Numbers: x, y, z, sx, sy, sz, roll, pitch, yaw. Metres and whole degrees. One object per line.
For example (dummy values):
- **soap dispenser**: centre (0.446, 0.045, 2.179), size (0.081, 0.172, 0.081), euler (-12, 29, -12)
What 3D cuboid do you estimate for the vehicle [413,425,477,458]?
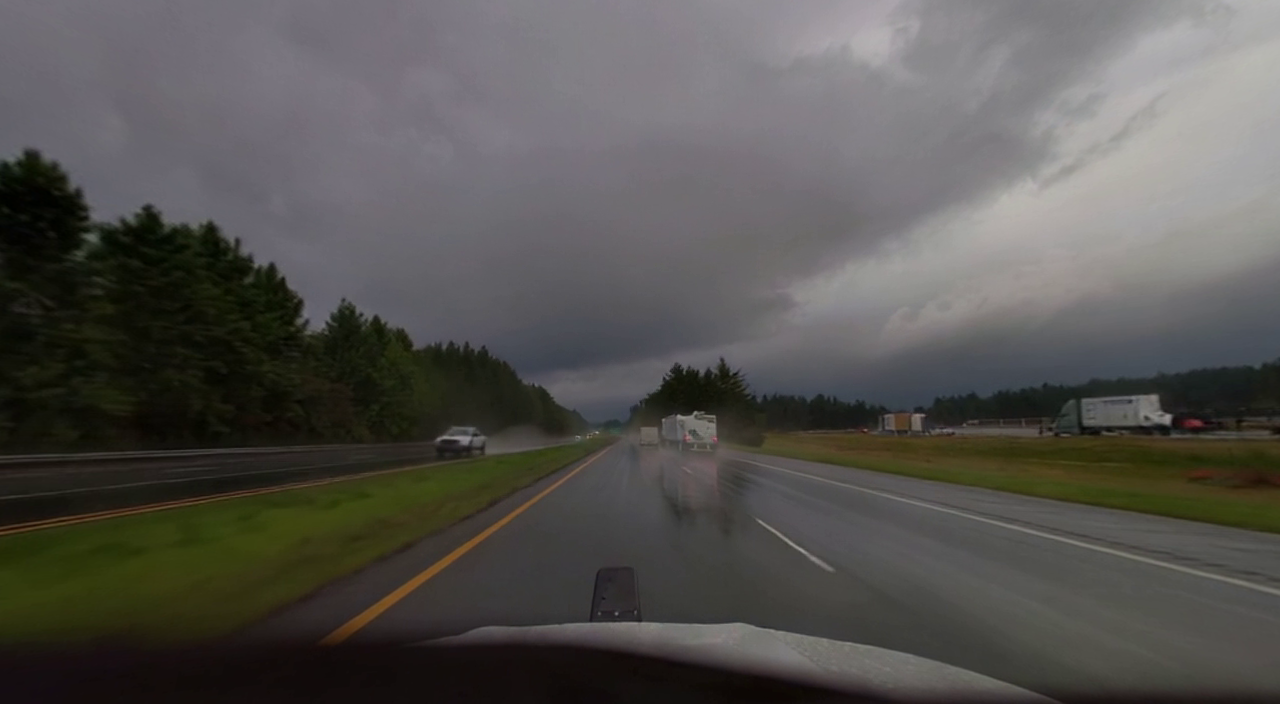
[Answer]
- **vehicle**: centre (-9.326, 4.307, 30.490), size (1.882, 1.483, 3.954), euler (0, -8, 0)

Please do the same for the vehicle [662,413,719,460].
- **vehicle**: centre (3.016, 5.291, 39.421), size (2.821, 2.673, 6.205), euler (0, -8, -3)
